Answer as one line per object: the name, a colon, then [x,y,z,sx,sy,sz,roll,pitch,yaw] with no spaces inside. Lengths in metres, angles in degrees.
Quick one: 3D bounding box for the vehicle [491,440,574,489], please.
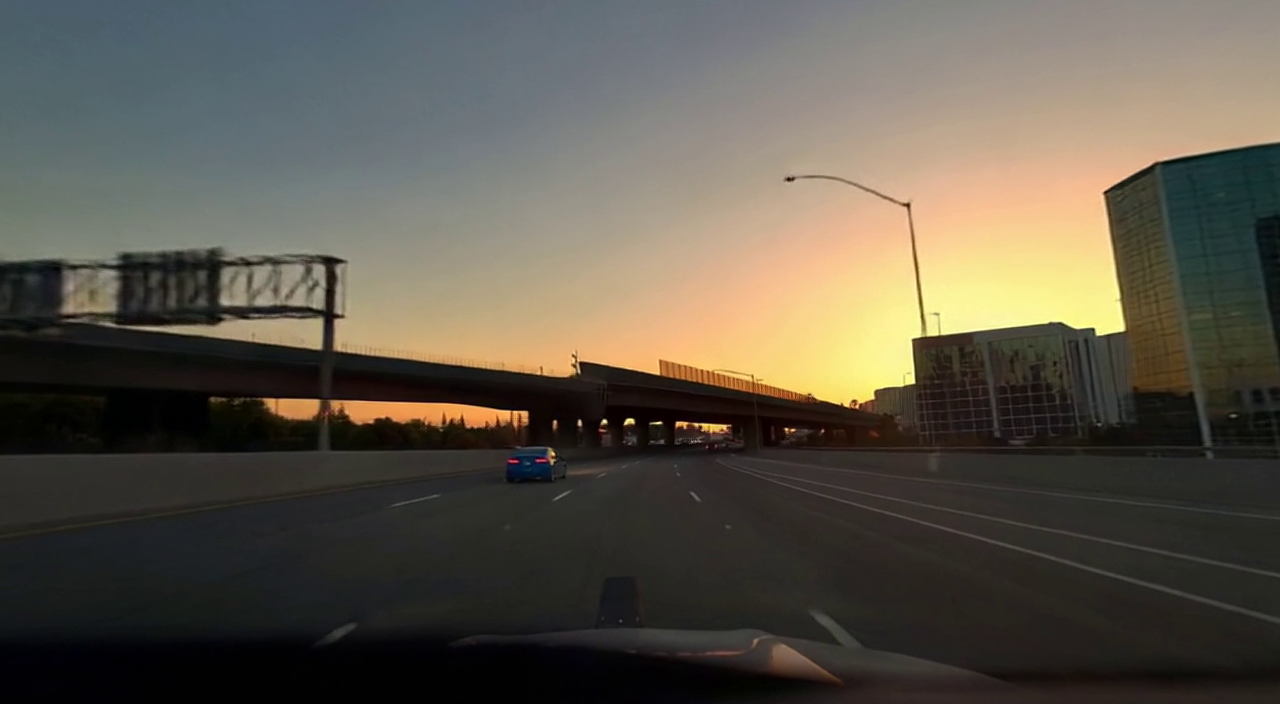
vehicle: [-3.808,4.067,23.214,2.087,1.566,4.756,-1,-9,2]
